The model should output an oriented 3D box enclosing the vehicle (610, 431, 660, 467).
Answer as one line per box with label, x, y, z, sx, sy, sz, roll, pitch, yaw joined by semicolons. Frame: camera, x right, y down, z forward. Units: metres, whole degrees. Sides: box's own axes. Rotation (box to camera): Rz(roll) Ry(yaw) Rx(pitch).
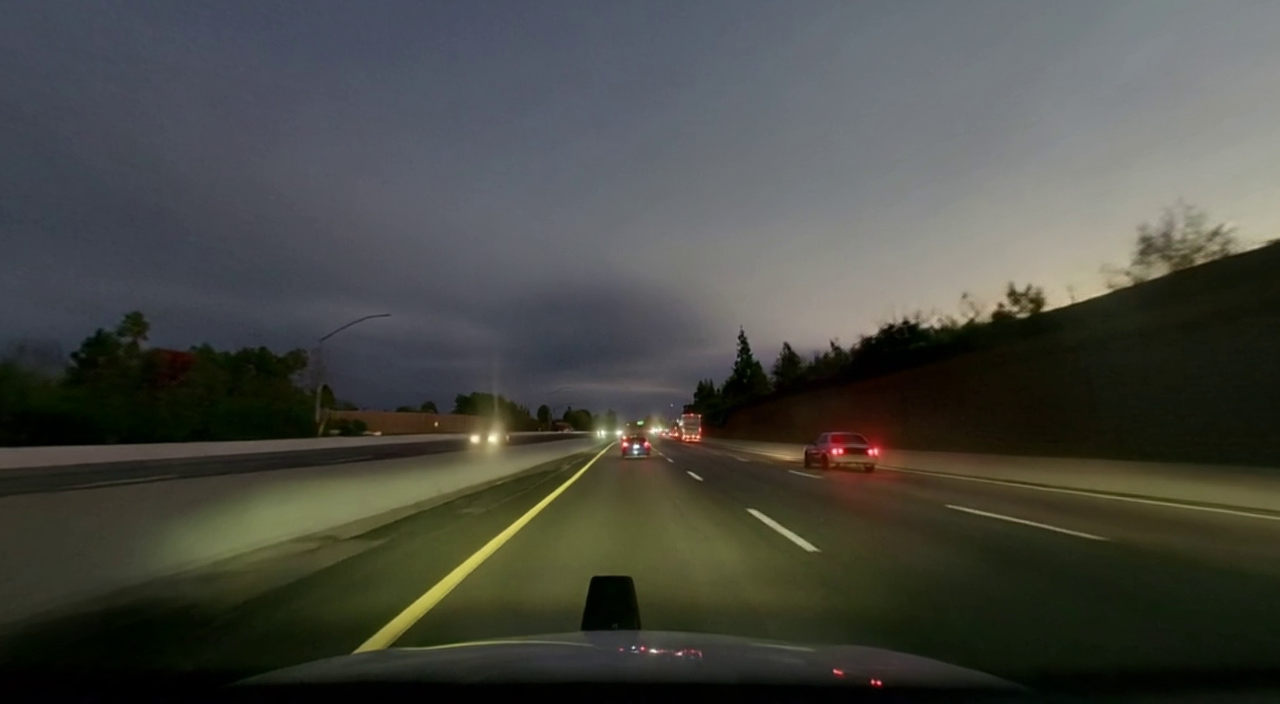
vehicle;-0.289;4.388;28.733;2.119;1.480;4.000;0;-8;-2
